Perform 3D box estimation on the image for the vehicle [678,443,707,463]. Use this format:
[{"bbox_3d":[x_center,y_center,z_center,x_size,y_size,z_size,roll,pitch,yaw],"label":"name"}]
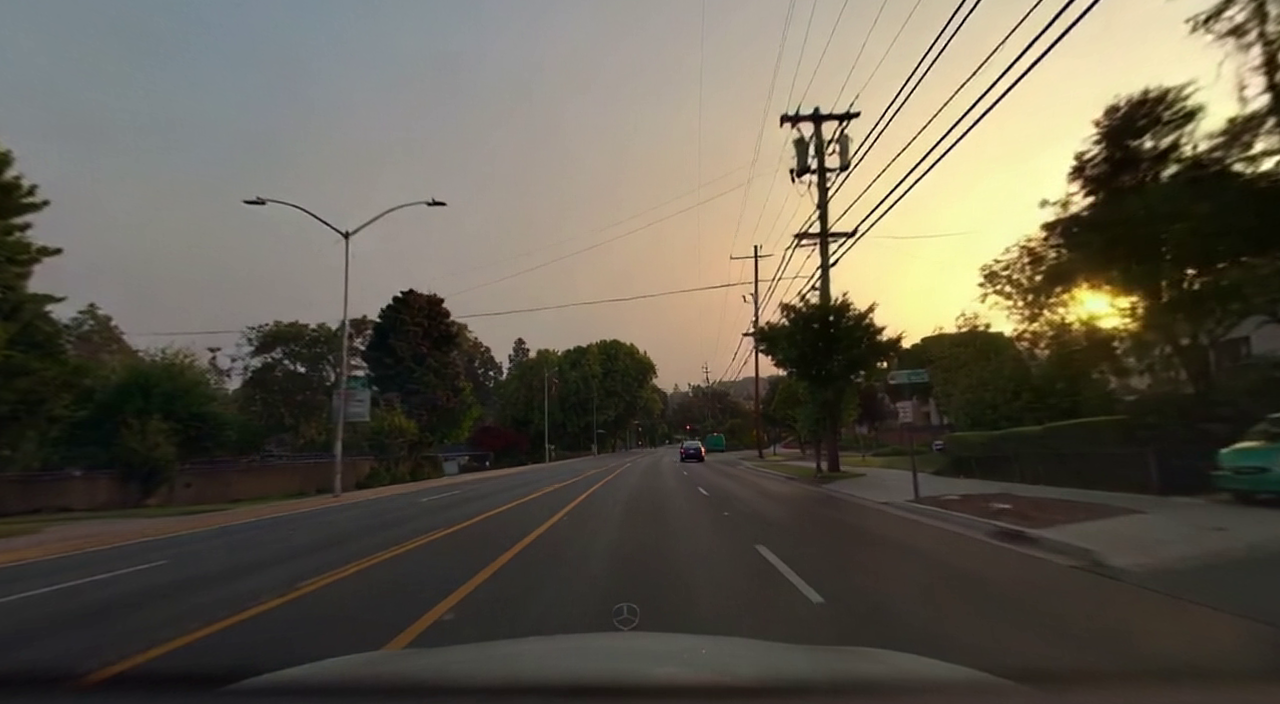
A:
[{"bbox_3d":[3.874,7.538,47.298,2.015,1.467,4.117,-1,-8,3],"label":"vehicle"}]
